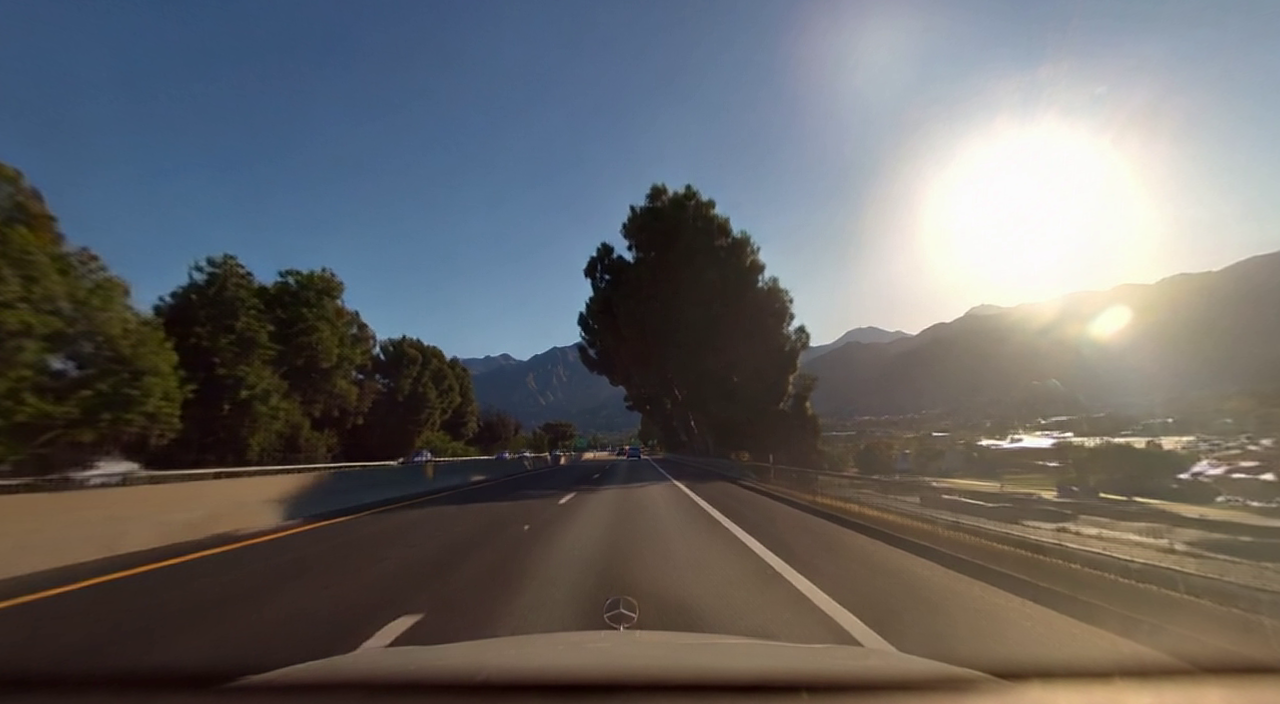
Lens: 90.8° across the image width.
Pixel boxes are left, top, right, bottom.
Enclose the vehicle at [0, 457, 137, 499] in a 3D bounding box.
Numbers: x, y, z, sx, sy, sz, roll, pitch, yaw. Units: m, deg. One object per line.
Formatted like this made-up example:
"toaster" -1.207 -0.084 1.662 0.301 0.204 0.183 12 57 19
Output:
"vehicle" -25.642 5.598 28.468 2.148 1.683 4.511 0 -9 0
